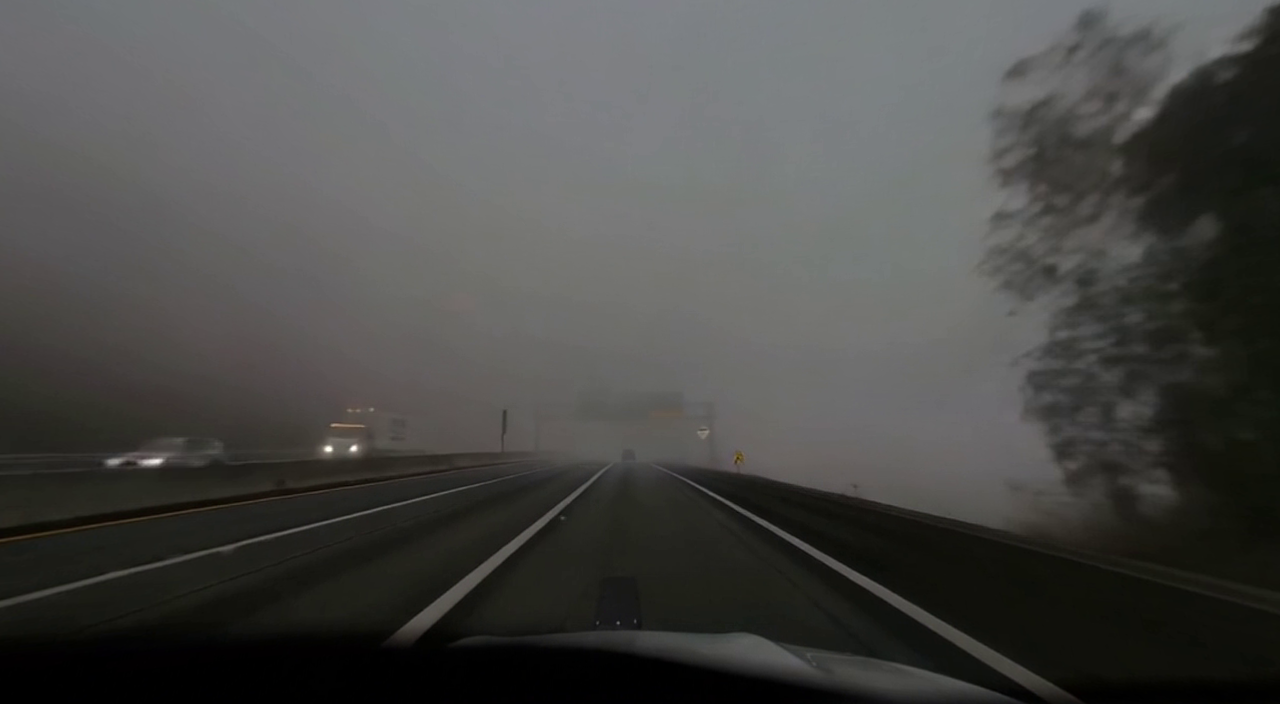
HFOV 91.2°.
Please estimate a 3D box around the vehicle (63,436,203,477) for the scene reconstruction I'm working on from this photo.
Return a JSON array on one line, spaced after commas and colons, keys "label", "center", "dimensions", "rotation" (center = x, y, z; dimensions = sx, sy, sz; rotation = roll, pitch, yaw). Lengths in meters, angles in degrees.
[{"label": "vehicle", "center": [-21.180, 4.366, 26.475], "dimensions": [2.086, 1.558, 4.458], "rotation": [0, -8, 1]}]
